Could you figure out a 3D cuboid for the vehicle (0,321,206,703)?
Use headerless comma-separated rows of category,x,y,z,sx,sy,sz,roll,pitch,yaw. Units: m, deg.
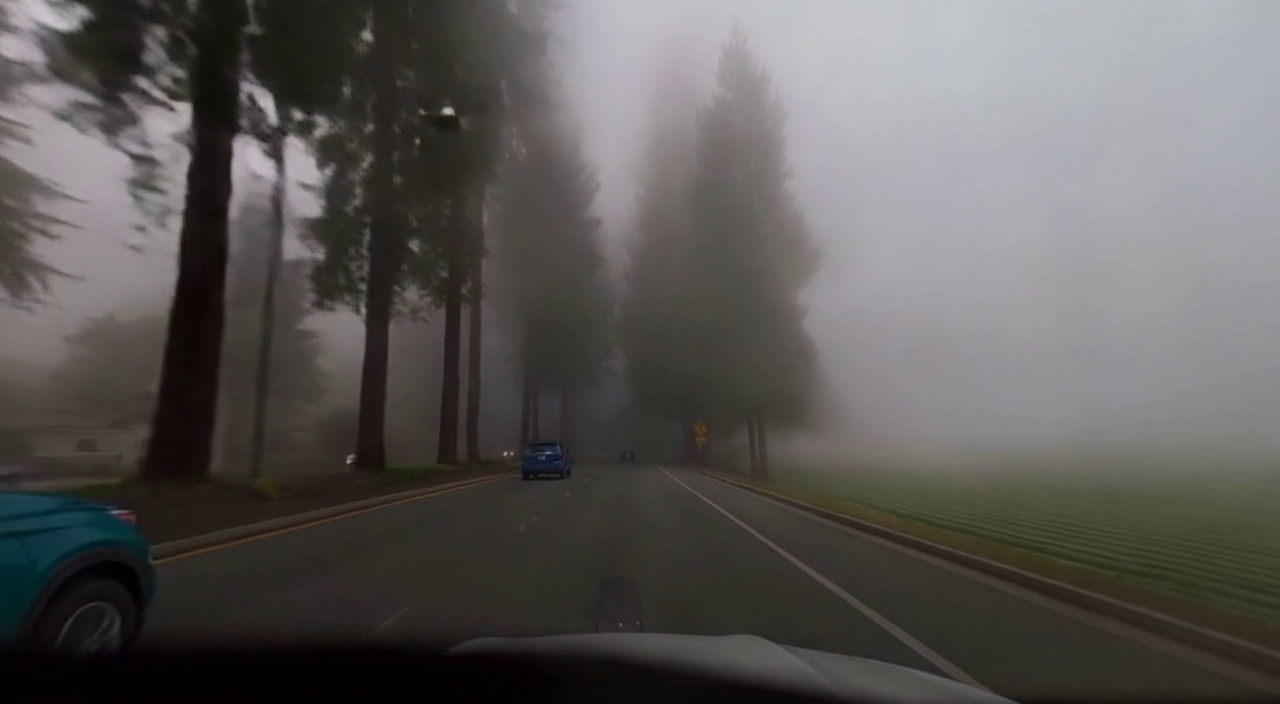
vehicle,-3.335,0.590,1.063,2.152,1.731,4.335,0,-8,-1

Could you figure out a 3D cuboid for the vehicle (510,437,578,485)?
vehicle,-3.725,4.300,25.301,2.078,1.748,4.279,0,-8,0
